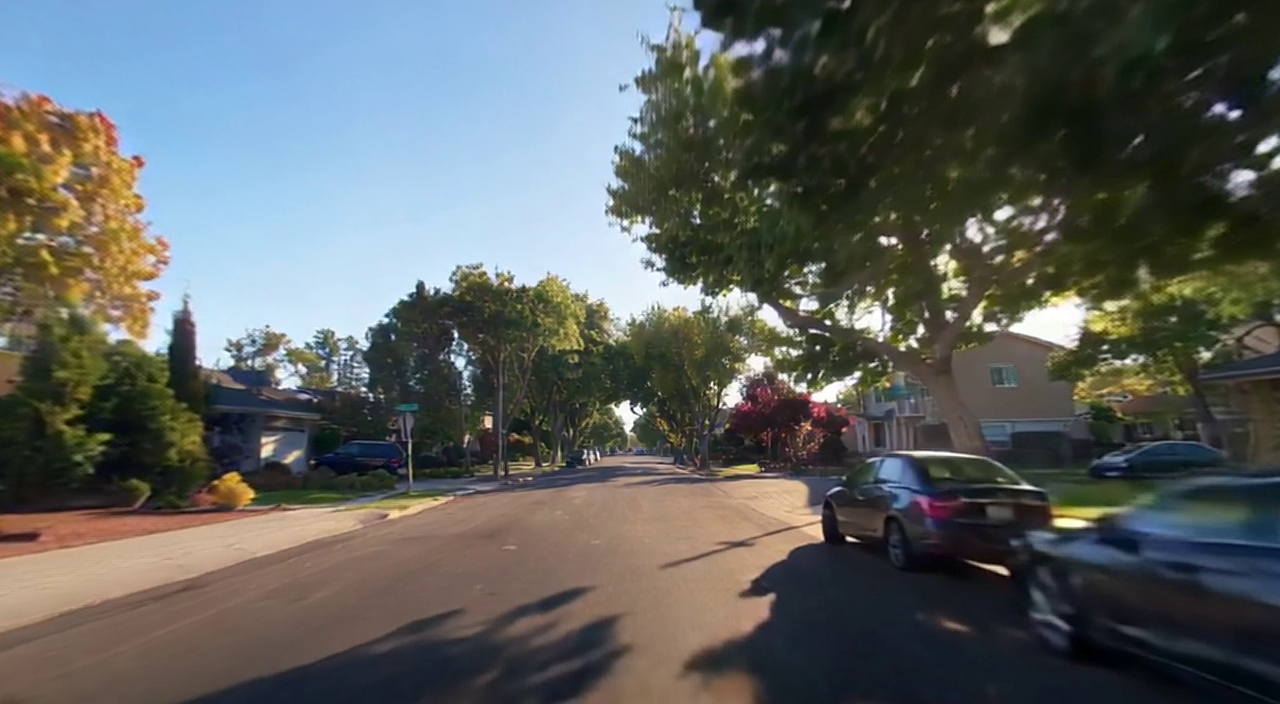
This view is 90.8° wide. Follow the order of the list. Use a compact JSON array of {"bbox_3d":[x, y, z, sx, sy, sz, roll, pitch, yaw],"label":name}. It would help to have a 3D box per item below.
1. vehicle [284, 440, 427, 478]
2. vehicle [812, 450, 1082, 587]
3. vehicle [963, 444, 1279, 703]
[{"bbox_3d":[-13.934,5.285,31.309,5.863,1.773,2.451,0,-9,-4],"label":"vehicle"},{"bbox_3d":[3.867,2.114,8.839,1.849,1.470,3.807,0,-9,0],"label":"vehicle"},{"bbox_3d":[3.637,1.187,2.996,1.857,1.480,4.201,0,-9,-2],"label":"vehicle"}]
